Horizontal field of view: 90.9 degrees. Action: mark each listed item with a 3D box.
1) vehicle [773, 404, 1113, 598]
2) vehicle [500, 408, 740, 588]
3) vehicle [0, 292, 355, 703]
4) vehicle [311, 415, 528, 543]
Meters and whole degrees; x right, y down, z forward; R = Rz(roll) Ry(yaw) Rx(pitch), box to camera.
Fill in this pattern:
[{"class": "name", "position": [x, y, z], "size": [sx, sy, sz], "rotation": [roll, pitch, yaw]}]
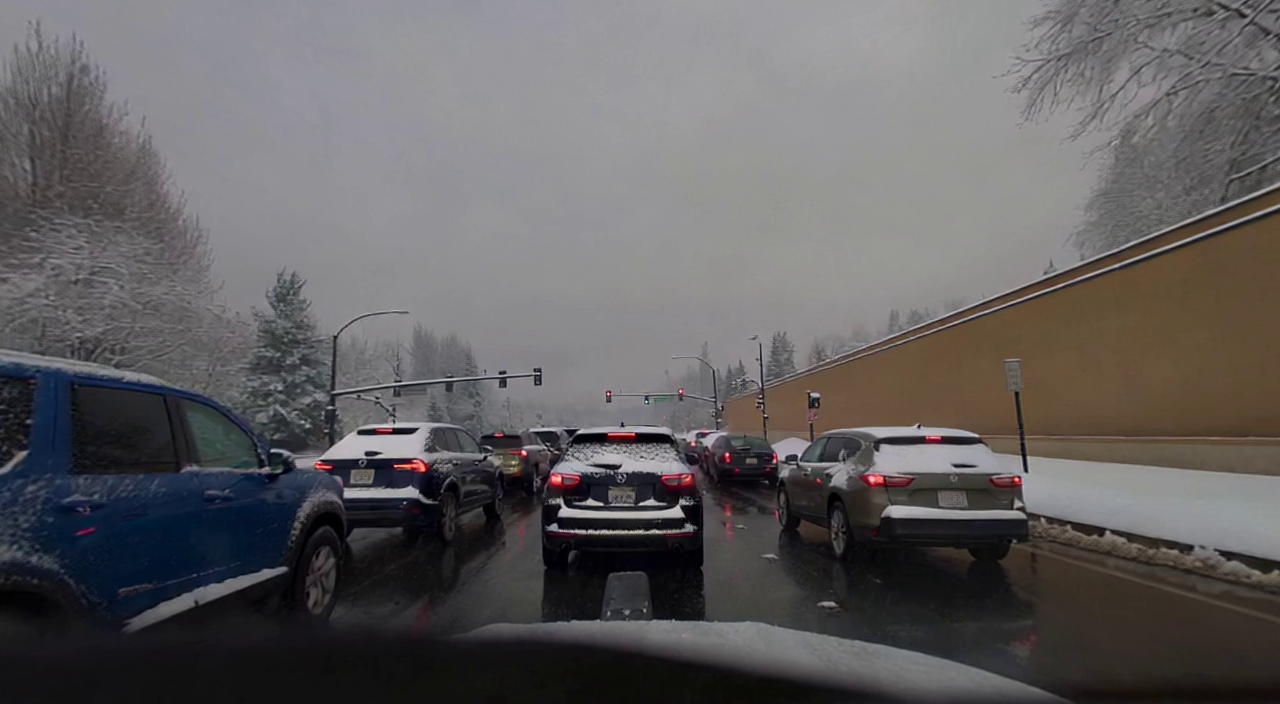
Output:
[{"class": "vehicle", "position": [3.145, 1.632, 7.793], "size": [2.029, 1.702, 4.281], "rotation": [0, -8, 0]}, {"class": "vehicle", "position": [-0.157, 1.657, 7.947], "size": [2.245, 1.677, 3.913], "rotation": [0, -8, 1]}, {"class": "vehicle", "position": [-3.511, 0.833, 3.117], "size": [2.070, 1.913, 4.450], "rotation": [0, -8, 0]}, {"class": "vehicle", "position": [-3.487, 2.108, 11.138], "size": [2.067, 1.759, 4.631], "rotation": [0, -8, 1]}]
